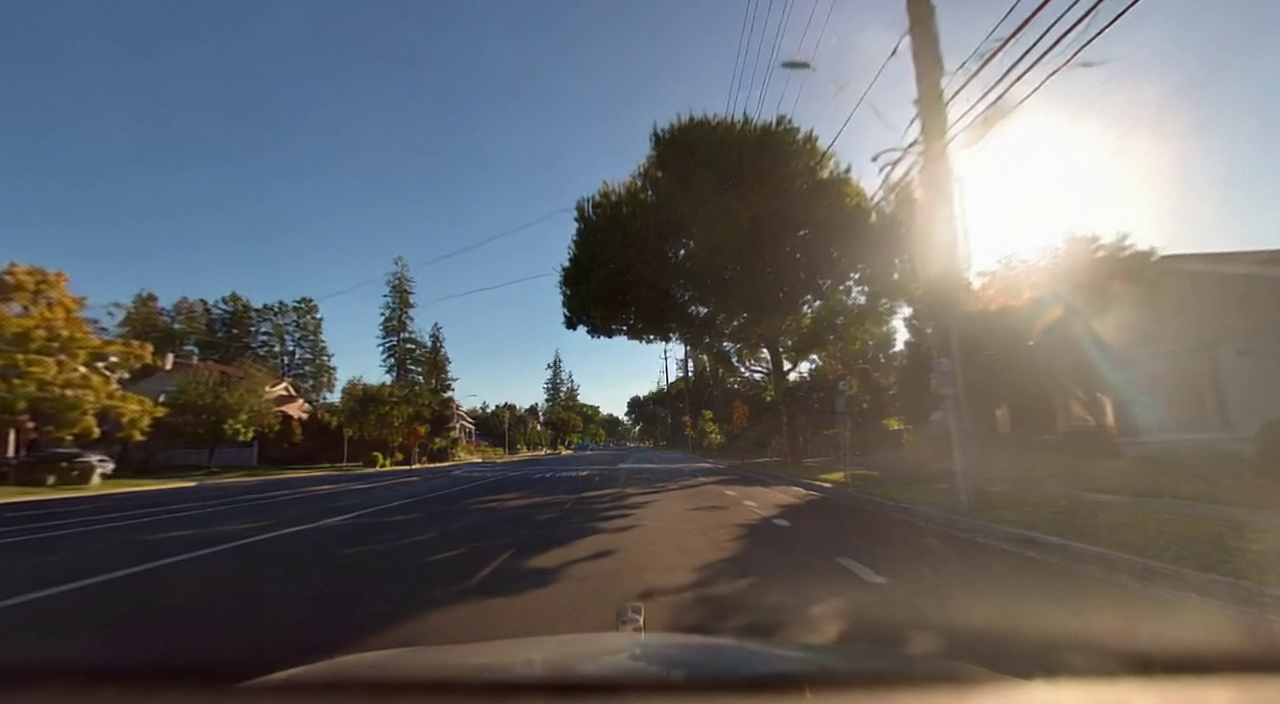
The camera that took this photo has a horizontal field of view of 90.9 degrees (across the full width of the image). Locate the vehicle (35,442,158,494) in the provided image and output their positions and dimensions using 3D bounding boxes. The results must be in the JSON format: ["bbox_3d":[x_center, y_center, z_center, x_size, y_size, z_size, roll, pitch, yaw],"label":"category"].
[{"bbox_3d":[-23.143,4.835,26.822,5.246,1.961,2.280,-5,-9,31],"label":"vehicle"}]
